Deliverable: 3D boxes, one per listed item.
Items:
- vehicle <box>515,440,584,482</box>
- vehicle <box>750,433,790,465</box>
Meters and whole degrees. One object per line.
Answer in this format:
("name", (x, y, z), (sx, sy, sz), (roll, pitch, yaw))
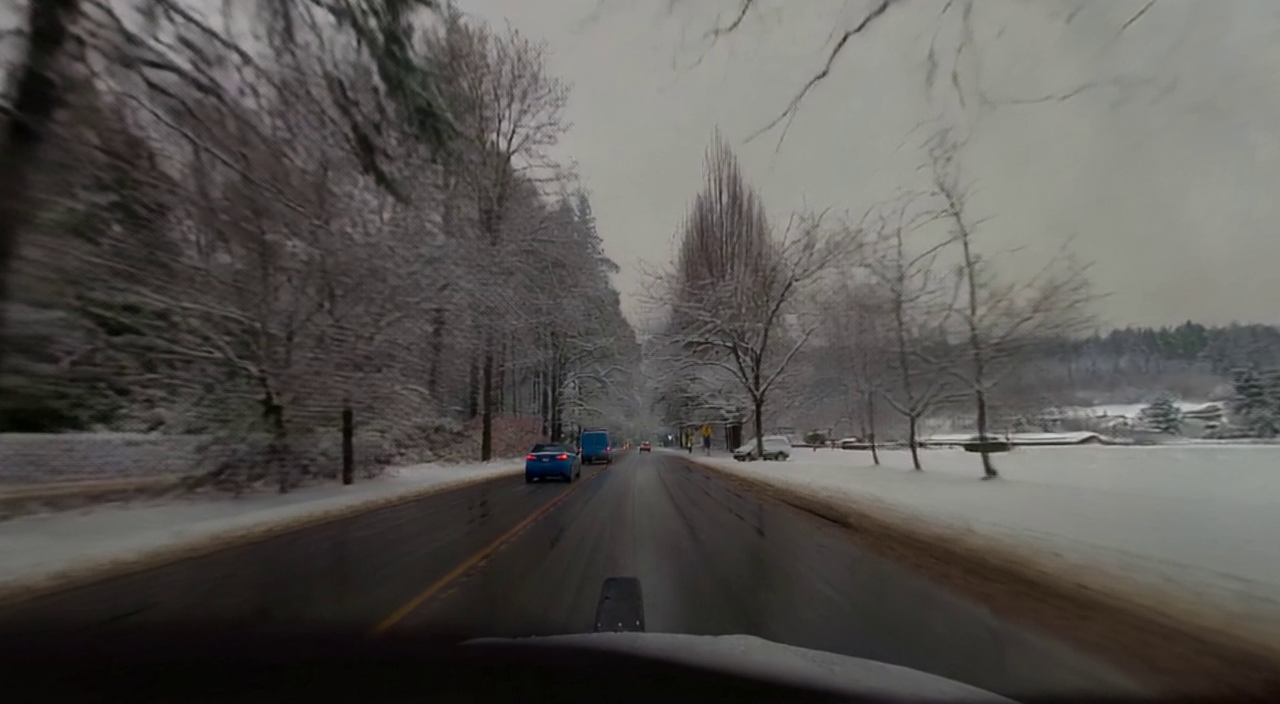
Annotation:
("vehicle", (-3.352, 4.127, 24.193), (2.009, 1.473, 4.028), (0, -8, 1))
("vehicle", (7.213, 5.405, 35.334), (1.596, 1.654, 2.920), (-1, -8, 1))
